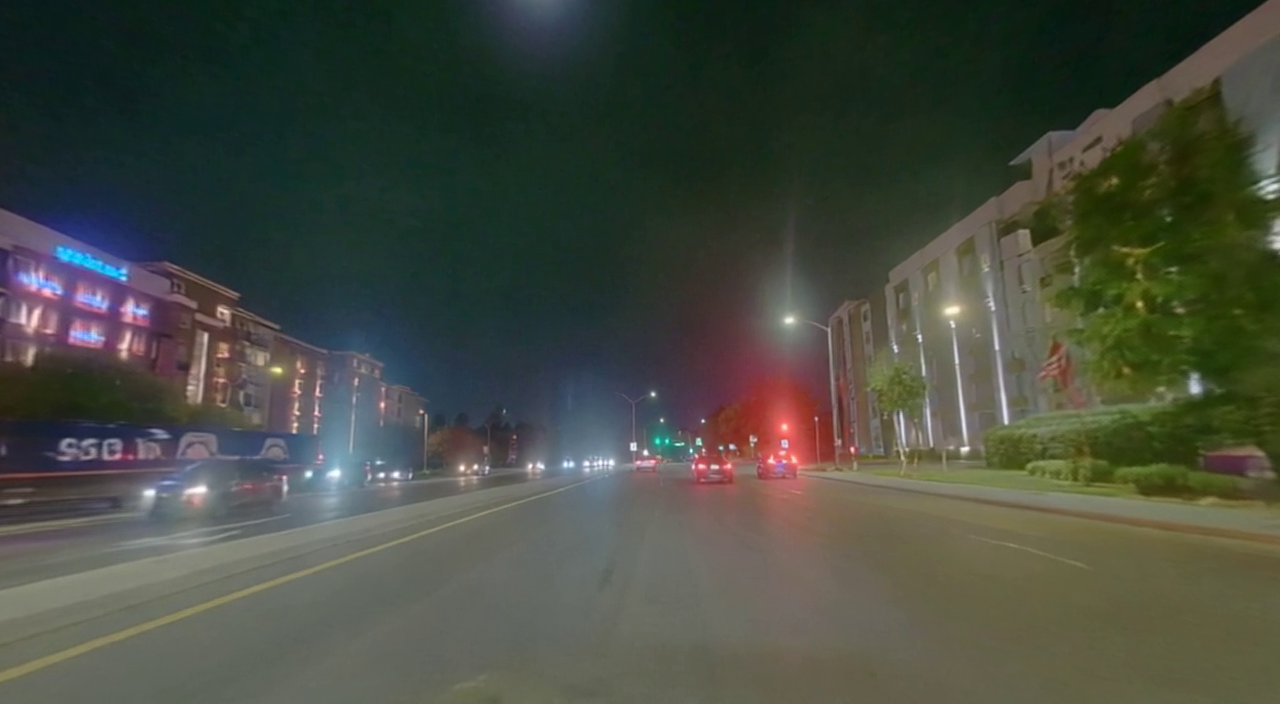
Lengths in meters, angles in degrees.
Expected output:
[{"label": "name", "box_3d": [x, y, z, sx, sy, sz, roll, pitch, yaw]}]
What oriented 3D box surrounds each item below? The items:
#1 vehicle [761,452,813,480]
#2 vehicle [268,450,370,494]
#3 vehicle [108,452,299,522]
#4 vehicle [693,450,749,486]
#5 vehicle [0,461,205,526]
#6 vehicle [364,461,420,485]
[{"label": "vehicle", "box_3d": [8.180, 6.332, 35.443, 1.932, 1.439, 4.159, 0, -9, 0]}, {"label": "vehicle", "box_3d": [-14.503, 5.427, 28.905, 2.024, 1.798, 4.588, -1, -9, 3]}, {"label": "vehicle", "box_3d": [-11.535, 3.545, 17.165, 1.919, 1.602, 4.346, -1, -9, 3]}, {"label": "vehicle", "box_3d": [3.660, 5.330, 29.328, 2.020, 1.479, 4.650, 0, -9, 0]}, {"label": "vehicle", "box_3d": [-14.915, 3.894, 17.899, 1.918, 1.485, 4.412, -1, -9, 1]}, {"label": "vehicle", "box_3d": [-17.185, 8.395, 44.019, 1.804, 1.421, 4.659, -1, -9, 3]}]
